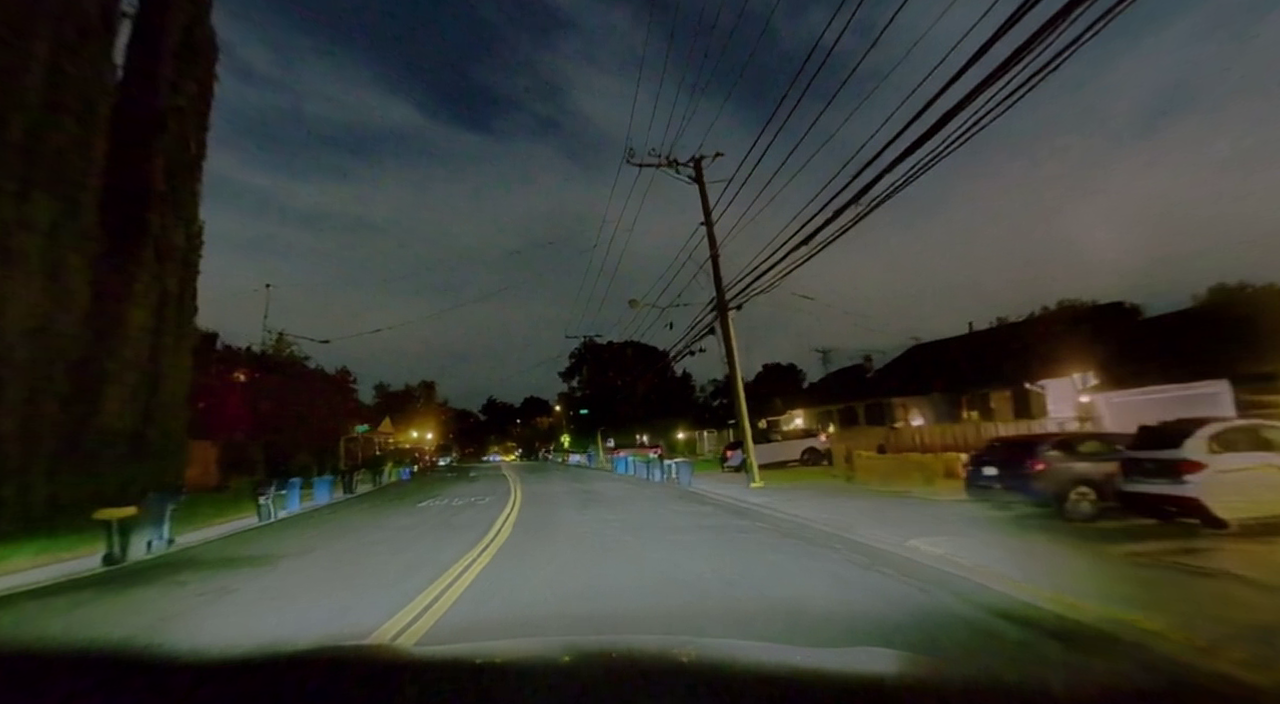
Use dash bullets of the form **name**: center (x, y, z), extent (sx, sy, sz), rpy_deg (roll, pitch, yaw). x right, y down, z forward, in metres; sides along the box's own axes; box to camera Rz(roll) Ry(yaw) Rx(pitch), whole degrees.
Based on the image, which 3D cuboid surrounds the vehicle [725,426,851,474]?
- **vehicle**: center (5.767, 3.840, 24.919), extent (4.337, 1.768, 1.962), rpy_deg (1, -8, -10)

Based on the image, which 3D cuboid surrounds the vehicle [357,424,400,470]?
- **vehicle**: center (-20.310, 7.454, 49.404), extent (2.781, 3.221, 7.995), rpy_deg (2, -9, -21)

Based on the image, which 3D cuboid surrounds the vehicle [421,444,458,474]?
- **vehicle**: center (-14.059, 7.578, 44.516), extent (2.046, 1.777, 4.473), rpy_deg (-1, -11, -12)

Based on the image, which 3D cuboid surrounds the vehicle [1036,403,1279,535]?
- **vehicle**: center (8.178, 1.528, 8.531), extent (4.382, 1.531, 1.925), rpy_deg (0, -8, -3)
